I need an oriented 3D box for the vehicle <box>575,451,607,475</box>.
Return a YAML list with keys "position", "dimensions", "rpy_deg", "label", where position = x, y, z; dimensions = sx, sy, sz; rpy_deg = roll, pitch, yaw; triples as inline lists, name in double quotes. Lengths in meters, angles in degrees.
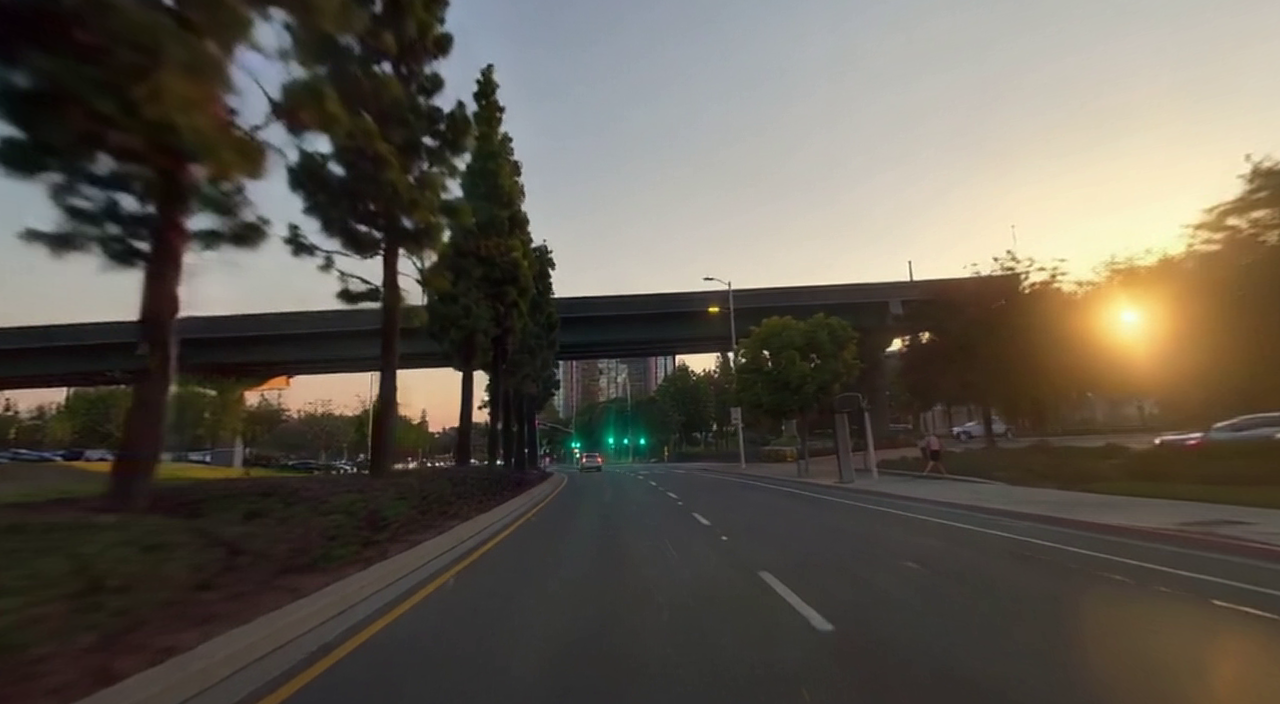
- position: [-3.857, 8.558, 48.887]
  dimensions: [2.184, 1.713, 4.231]
  rpy_deg: [1, -9, -8]
  label: "vehicle"
